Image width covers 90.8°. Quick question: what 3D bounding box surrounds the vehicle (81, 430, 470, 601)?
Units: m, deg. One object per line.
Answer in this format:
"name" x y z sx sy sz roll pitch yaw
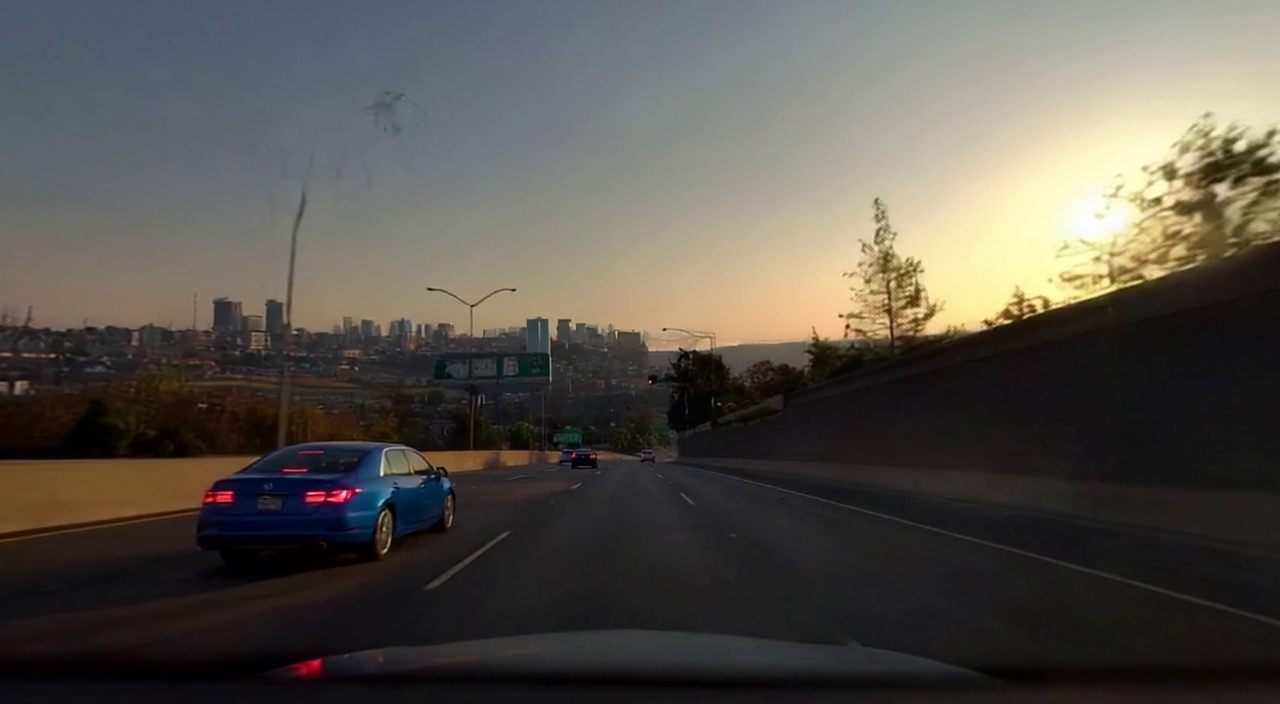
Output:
"vehicle" -3.797 1.773 7.813 2.114 1.480 4.473 0 -9 0

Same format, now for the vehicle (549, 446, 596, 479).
"vehicle" -3.624 6.029 34.815 2.075 1.702 4.257 0 -9 0
